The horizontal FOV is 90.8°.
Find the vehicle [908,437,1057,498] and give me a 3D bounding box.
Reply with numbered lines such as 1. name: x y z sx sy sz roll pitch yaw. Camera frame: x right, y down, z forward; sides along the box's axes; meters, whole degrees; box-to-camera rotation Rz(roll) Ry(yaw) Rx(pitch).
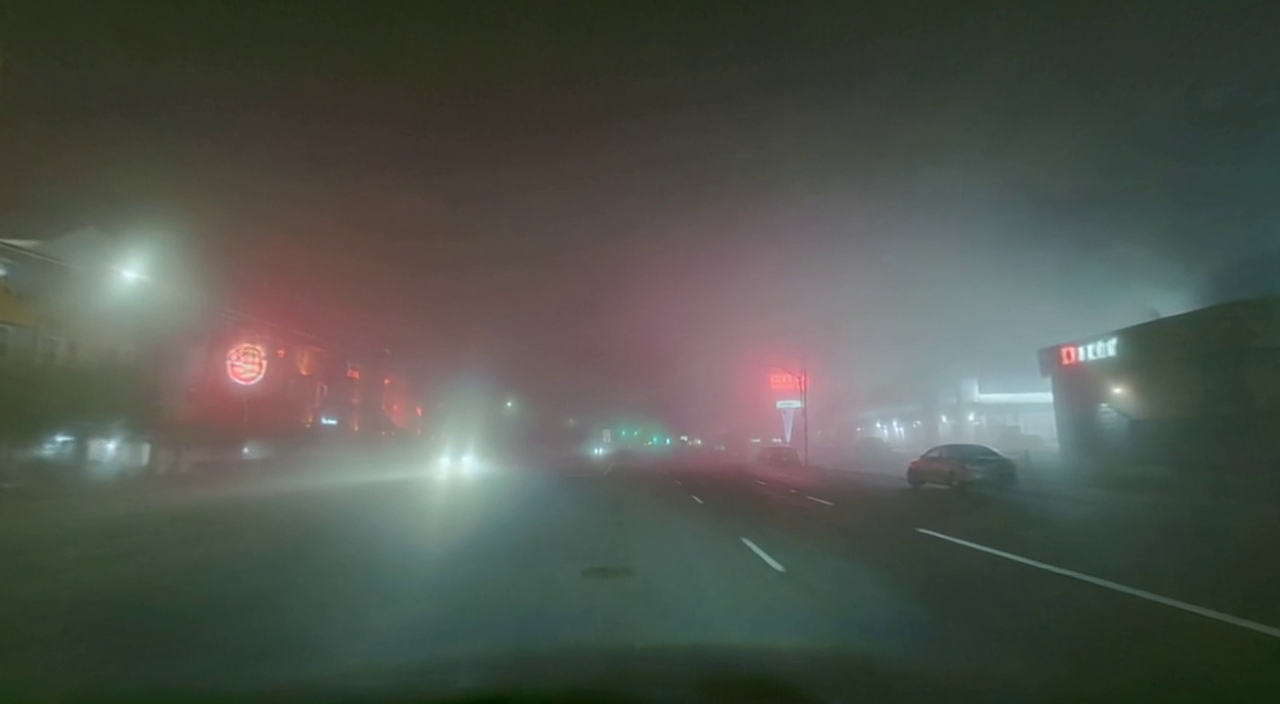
1. vehicle: 10.589 3.591 20.054 2.078 1.688 4.557 1 -9 -2

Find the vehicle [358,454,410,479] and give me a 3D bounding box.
1. vehicle: -19.190 8.557 47.523 2.167 1.700 4.406 -1 -8 -1

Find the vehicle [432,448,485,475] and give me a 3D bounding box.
1. vehicle: -12.331 7.442 43.293 2.262 1.732 4.501 0 -9 0

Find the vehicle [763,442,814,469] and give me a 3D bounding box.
1. vehicle: 10.150 7.122 43.553 2.183 1.698 5.010 1 -9 -2
